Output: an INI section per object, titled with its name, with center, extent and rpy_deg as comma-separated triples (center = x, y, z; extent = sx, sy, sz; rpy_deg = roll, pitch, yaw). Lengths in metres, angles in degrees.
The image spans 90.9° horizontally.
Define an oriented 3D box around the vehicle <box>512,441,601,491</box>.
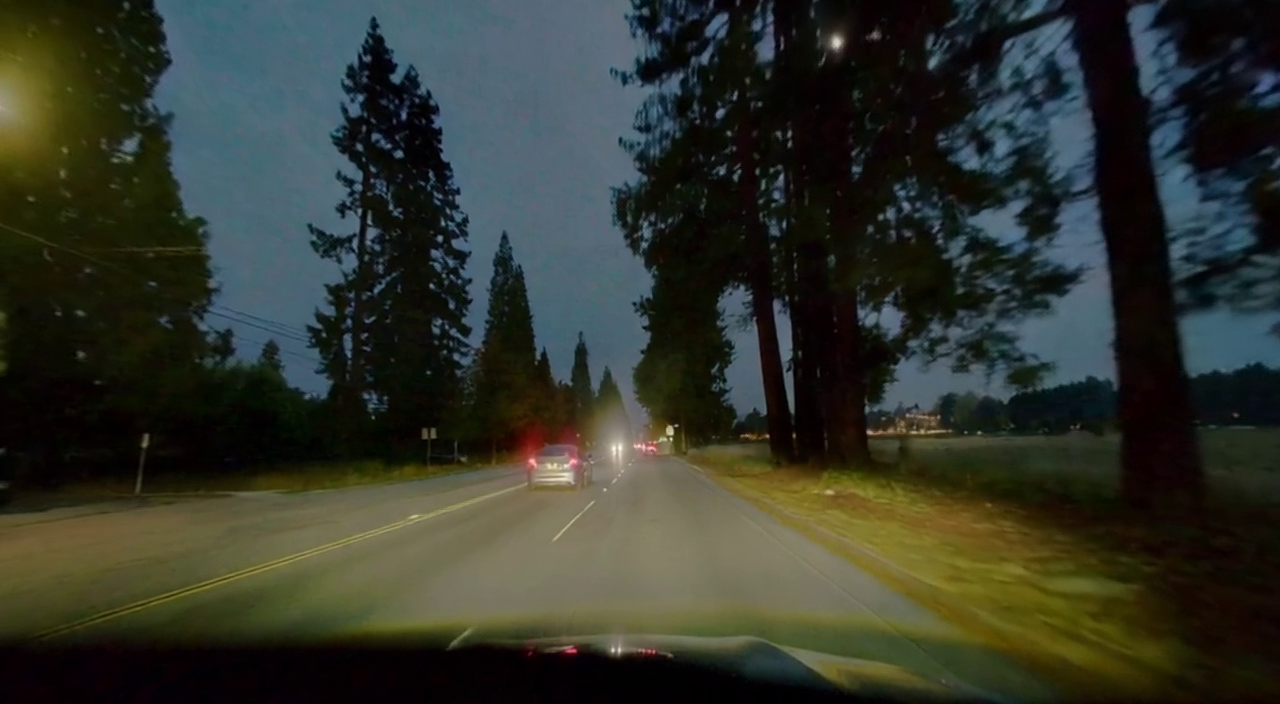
[vehicle]
center = -2.584, 3.674, 20.710
extent = 2.153, 1.461, 4.374
rpy_deg = -1, -8, 2
